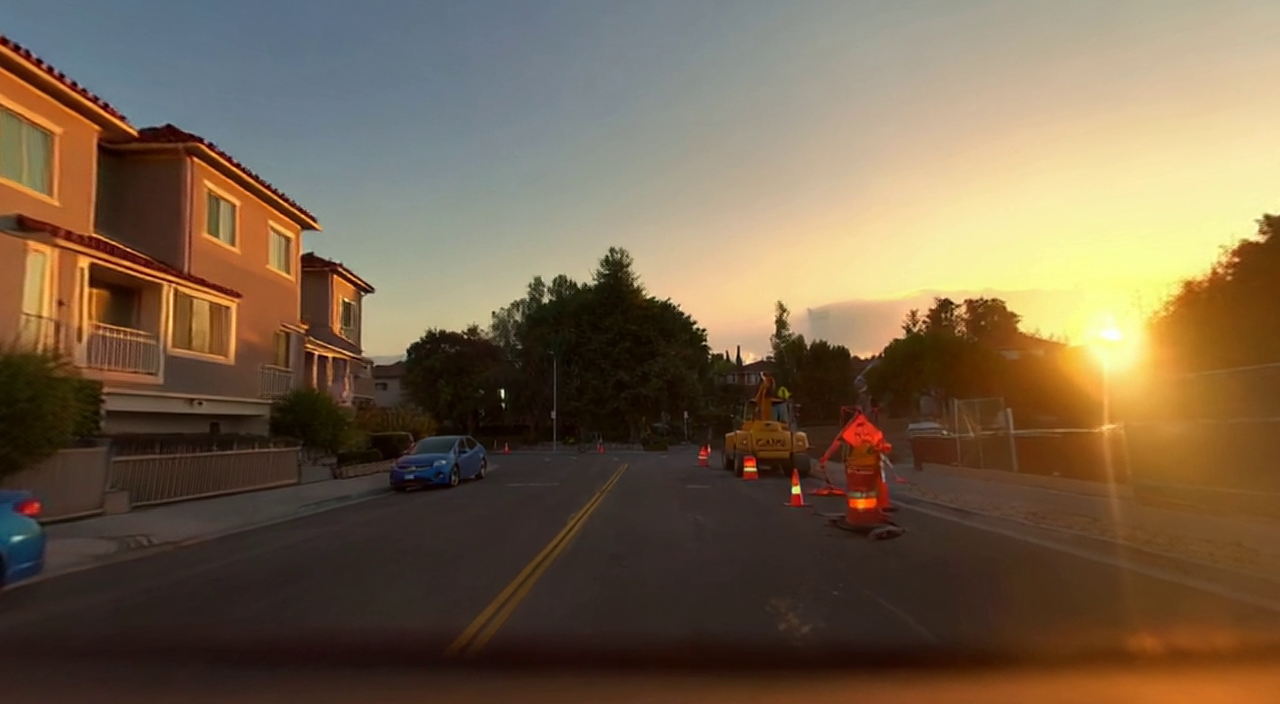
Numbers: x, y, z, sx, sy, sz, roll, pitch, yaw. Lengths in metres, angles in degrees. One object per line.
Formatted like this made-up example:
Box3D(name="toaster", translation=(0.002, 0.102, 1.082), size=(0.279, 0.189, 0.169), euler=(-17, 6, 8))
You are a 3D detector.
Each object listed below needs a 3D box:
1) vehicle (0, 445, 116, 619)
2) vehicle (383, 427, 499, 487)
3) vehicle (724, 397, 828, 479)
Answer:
Box3D(name="vehicle", translation=(-6.517, 1.362, 4.108), size=(1.974, 1.479, 4.888), euler=(0, -8, 1))
Box3D(name="vehicle", translation=(-6.460, 3.485, 21.173), size=(2.220, 1.765, 4.799), euler=(0, -9, 1))
Box3D(name="vehicle", translation=(4.606, 3.002, 21.956), size=(2.501, 2.613, 3.505), euler=(1, -8, -6))
